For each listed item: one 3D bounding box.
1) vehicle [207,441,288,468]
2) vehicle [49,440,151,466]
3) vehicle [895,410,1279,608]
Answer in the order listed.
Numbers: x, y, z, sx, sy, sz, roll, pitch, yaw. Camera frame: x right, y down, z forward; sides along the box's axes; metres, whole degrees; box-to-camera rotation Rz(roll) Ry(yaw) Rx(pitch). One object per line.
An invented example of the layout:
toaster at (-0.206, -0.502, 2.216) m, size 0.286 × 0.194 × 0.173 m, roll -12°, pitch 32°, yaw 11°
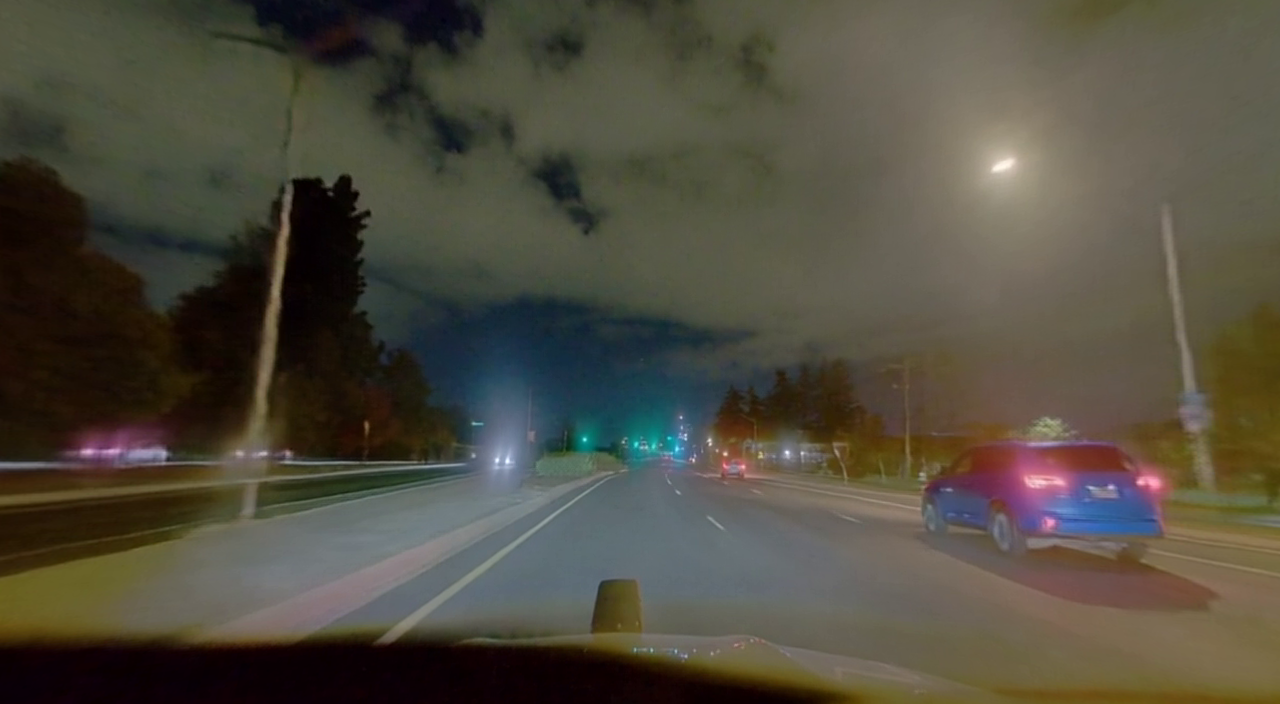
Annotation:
vehicle at (-26.063, 6.842, 42.168) m, size 1.921 × 1.552 × 4.770 m, roll -5°, pitch -9°, yaw 9°
vehicle at (-33.628, 6.310, 39.539) m, size 1.841 × 1.534 × 4.664 m, roll -2°, pitch -9°, yaw 9°
vehicle at (6.032, 2.002, 9.233) m, size 2.331 × 1.872 × 5.378 m, roll -4°, pitch -9°, yaw 1°
